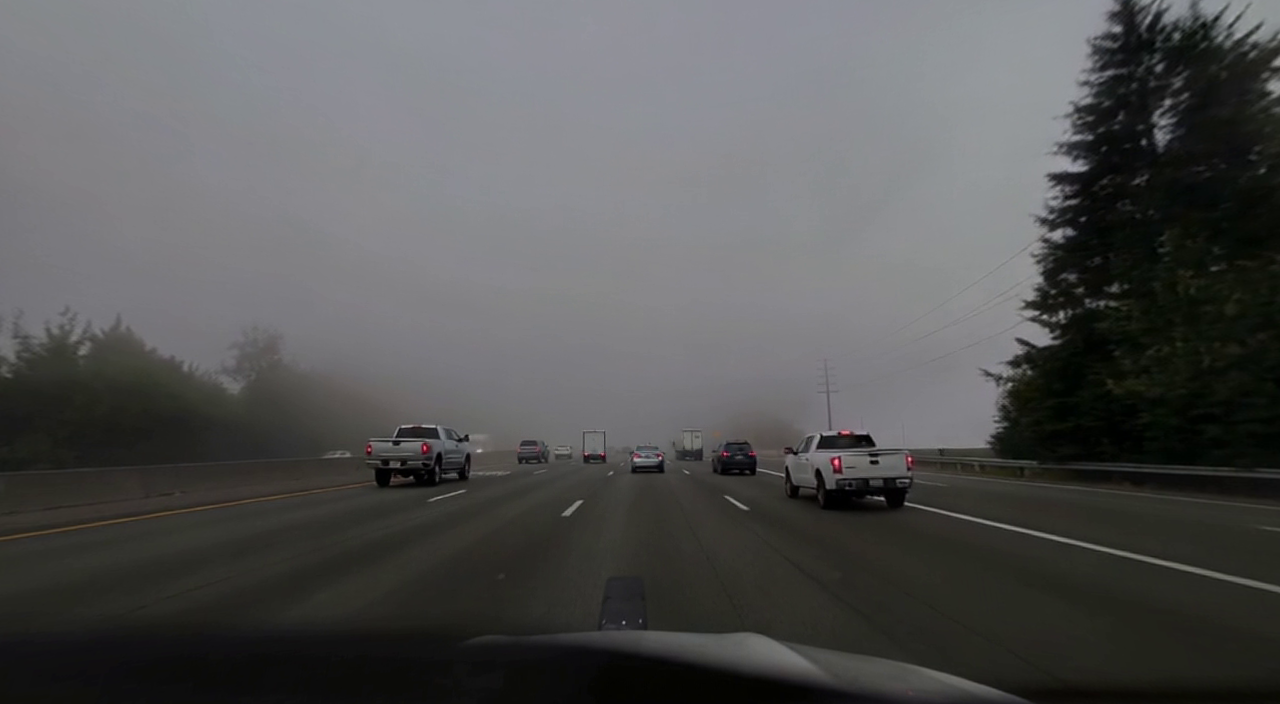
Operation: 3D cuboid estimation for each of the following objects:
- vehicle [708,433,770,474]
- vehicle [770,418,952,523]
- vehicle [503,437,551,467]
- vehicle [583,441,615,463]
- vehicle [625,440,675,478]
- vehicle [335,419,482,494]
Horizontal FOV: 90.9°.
[{"bbox_3d":[4.559,4.759,29.875,2.195,1.778,4.455,0,-8,0],"label":"vehicle"},{"bbox_3d":[4.068,2.258,12.518,2.002,1.691,4.290,0,-8,0],"label":"vehicle"},{"bbox_3d":[-6.654,5.965,37.668,1.978,1.680,4.263,0,-8,1],"label":"vehicle"},{"bbox_3d":[-2.820,7.065,44.567,1.904,1.479,4.274,0,-8,1],"label":"vehicle"},{"bbox_3d":[0.409,4.511,26.830,1.966,1.444,3.986,0,-8,0],"label":"vehicle"},{"bbox_3d":[-6.751,3.152,19.345,2.269,1.936,5.777,0,-8,1],"label":"vehicle"}]
